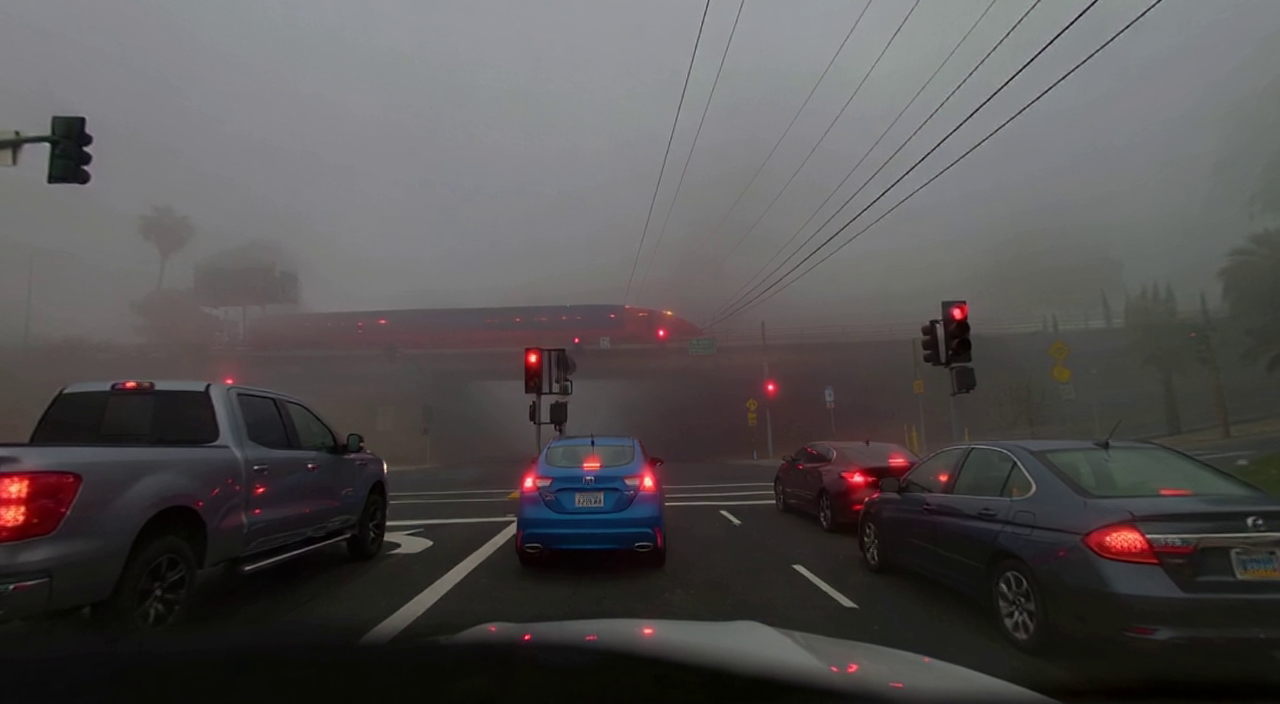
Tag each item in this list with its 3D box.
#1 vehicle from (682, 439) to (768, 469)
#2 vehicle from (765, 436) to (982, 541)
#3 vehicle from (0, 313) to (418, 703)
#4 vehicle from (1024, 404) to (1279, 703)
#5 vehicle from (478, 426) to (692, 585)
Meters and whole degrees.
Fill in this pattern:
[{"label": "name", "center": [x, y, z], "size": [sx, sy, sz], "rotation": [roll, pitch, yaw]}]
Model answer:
[{"label": "vehicle", "center": [4.213, 5.163, 32.090], "size": [1.878, 1.428, 4.416], "rotation": [5, -10, -33]}, {"label": "vehicle", "center": [3.705, 2.239, 11.083], "size": [1.965, 1.448, 4.486], "rotation": [0, -9, -2]}, {"label": "vehicle", "center": [-3.787, 1.122, 5.057], "size": [2.078, 1.838, 5.448], "rotation": [0, -9, -1]}, {"label": "vehicle", "center": [3.874, 0.908, 2.299], "size": [2.052, 1.496, 4.541], "rotation": [0, -9, -1]}, {"label": "vehicle", "center": [-0.613, 1.771, 8.143], "size": [2.035, 1.491, 4.090], "rotation": [0, -9, -3]}]
